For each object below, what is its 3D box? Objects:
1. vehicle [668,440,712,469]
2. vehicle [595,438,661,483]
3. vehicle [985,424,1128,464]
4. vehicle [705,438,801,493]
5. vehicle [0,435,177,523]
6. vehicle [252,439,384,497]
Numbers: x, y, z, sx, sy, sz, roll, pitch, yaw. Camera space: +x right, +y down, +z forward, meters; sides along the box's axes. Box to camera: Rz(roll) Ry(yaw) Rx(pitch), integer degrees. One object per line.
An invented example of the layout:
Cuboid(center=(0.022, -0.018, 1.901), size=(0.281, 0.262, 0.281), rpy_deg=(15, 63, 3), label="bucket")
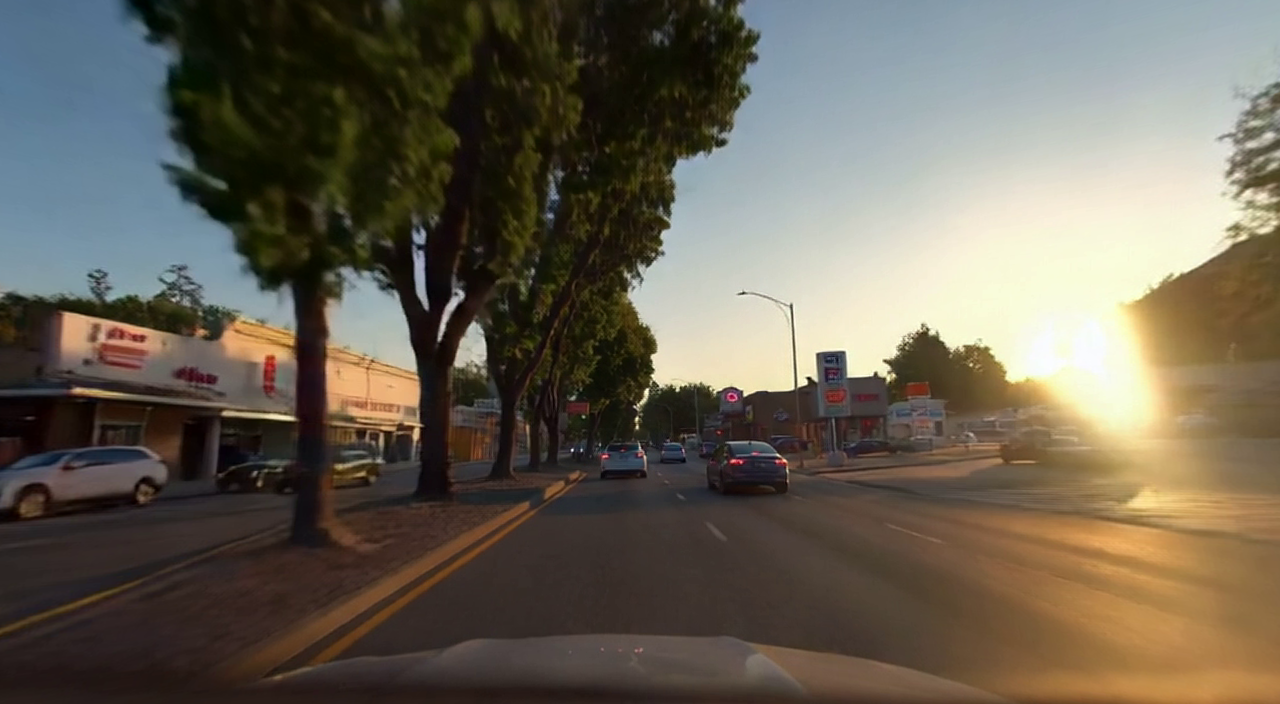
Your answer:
Cuboid(center=(2.824, 5.878, 36.499), size=(2.098, 1.527, 3.966), rpy_deg=(0, -8, -2), label="vehicle")
Cuboid(center=(-0.446, 3.998, 23.630), size=(2.232, 1.508, 4.319), rpy_deg=(0, -8, -1), label="vehicle")
Cuboid(center=(19.058, 4.241, 29.156), size=(4.948, 1.733, 2.296), rpy_deg=(0, -9, -1), label="vehicle")
Cuboid(center=(3.302, 3.417, 19.388), size=(2.060, 1.471, 4.168), rpy_deg=(0, -8, -1), label="vehicle")
Cuboid(center=(-15.348, 3.275, 16.920), size=(2.184, 1.965, 5.078), rpy_deg=(-2, -8, -1), label="vehicle")
Cuboid(center=(-11.178, 4.027, 22.476), size=(2.233, 1.799, 4.700), rpy_deg=(0, -8, -1), label="vehicle")
